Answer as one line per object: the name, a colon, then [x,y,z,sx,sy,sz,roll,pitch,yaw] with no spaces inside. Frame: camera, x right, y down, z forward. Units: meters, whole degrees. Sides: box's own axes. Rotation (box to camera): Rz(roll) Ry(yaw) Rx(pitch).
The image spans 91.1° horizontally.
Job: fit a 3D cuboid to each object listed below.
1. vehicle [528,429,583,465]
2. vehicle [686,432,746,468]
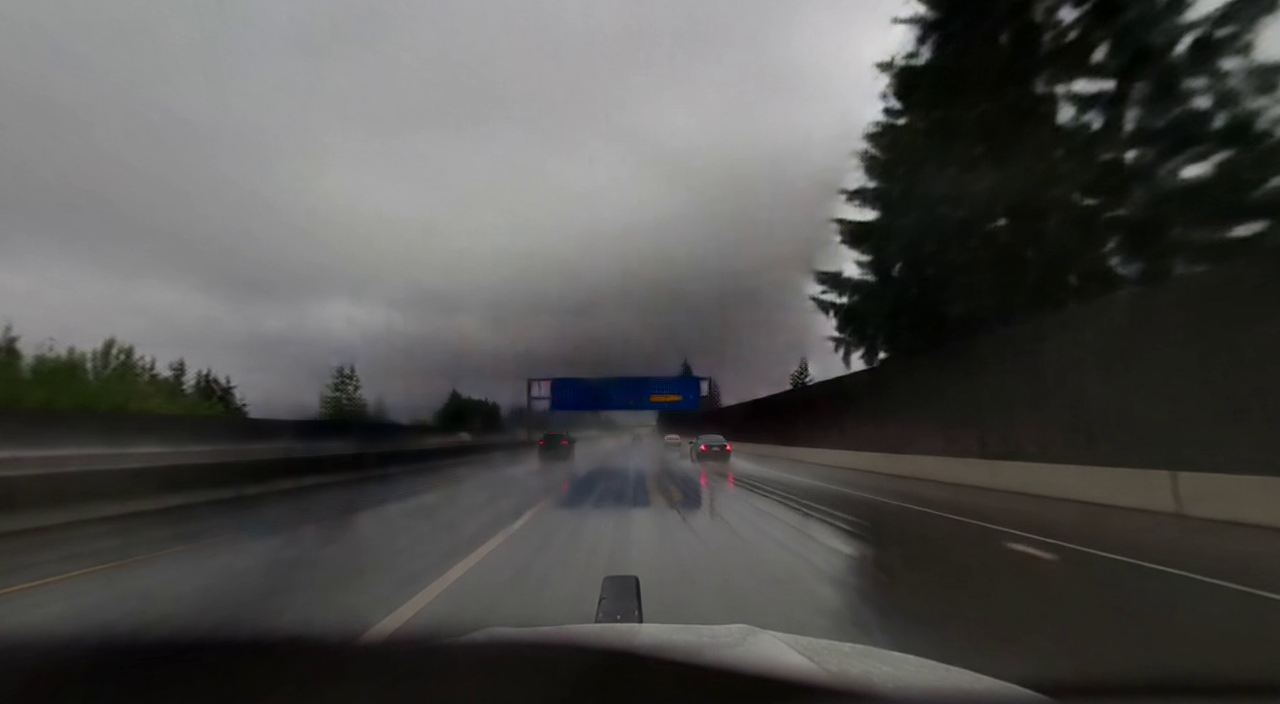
vehicle: [-4.168,4.731,31.610,2.219,1.660,4.153,0,-8,-1]
vehicle: [3.413,4.489,29.215,2.077,1.523,4.539,0,-8,-2]
